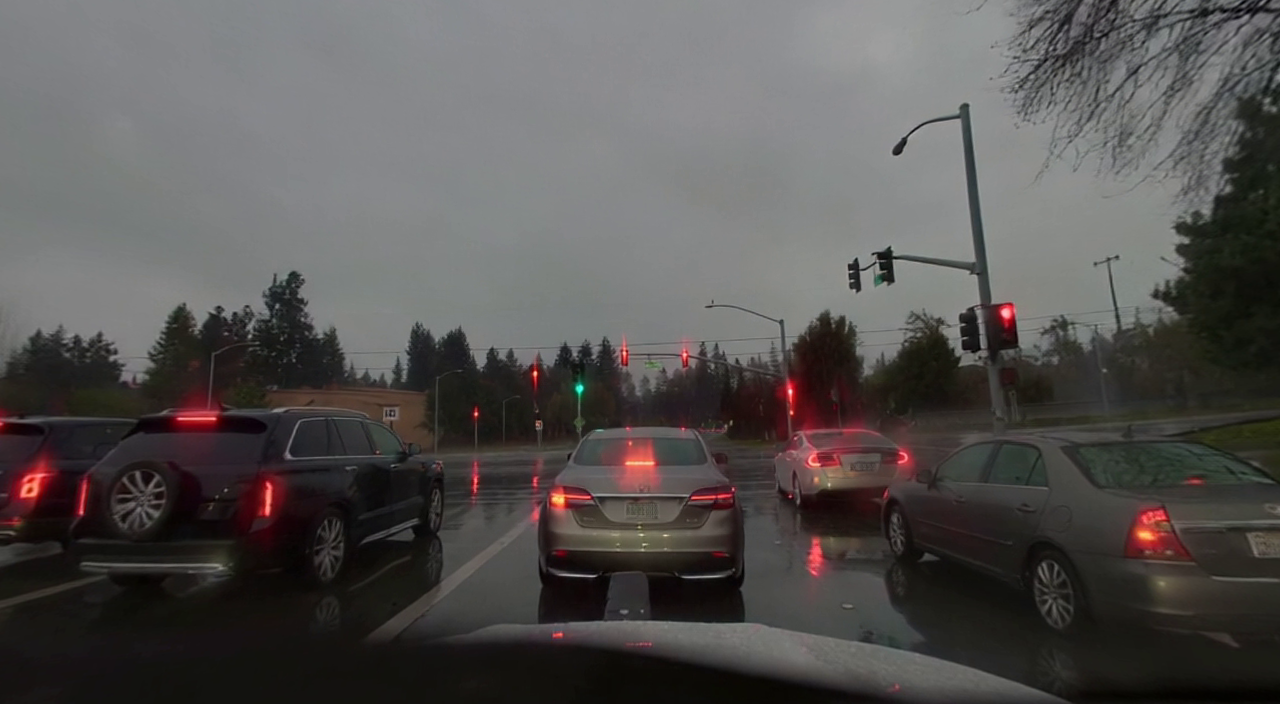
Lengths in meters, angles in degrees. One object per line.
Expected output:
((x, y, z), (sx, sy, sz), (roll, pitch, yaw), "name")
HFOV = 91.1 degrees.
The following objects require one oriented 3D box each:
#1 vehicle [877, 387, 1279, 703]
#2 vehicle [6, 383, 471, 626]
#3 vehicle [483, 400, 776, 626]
((3.593, 1.203, 4.606), (2.010, 1.486, 4.498), (0, -8, 1), "vehicle")
((-3.556, 1.429, 6.855), (2.014, 1.755, 4.360), (0, -8, 3), "vehicle")
((-0.052, 1.399, 6.307), (2.047, 1.579, 3.642), (0, -8, 1), "vehicle")
